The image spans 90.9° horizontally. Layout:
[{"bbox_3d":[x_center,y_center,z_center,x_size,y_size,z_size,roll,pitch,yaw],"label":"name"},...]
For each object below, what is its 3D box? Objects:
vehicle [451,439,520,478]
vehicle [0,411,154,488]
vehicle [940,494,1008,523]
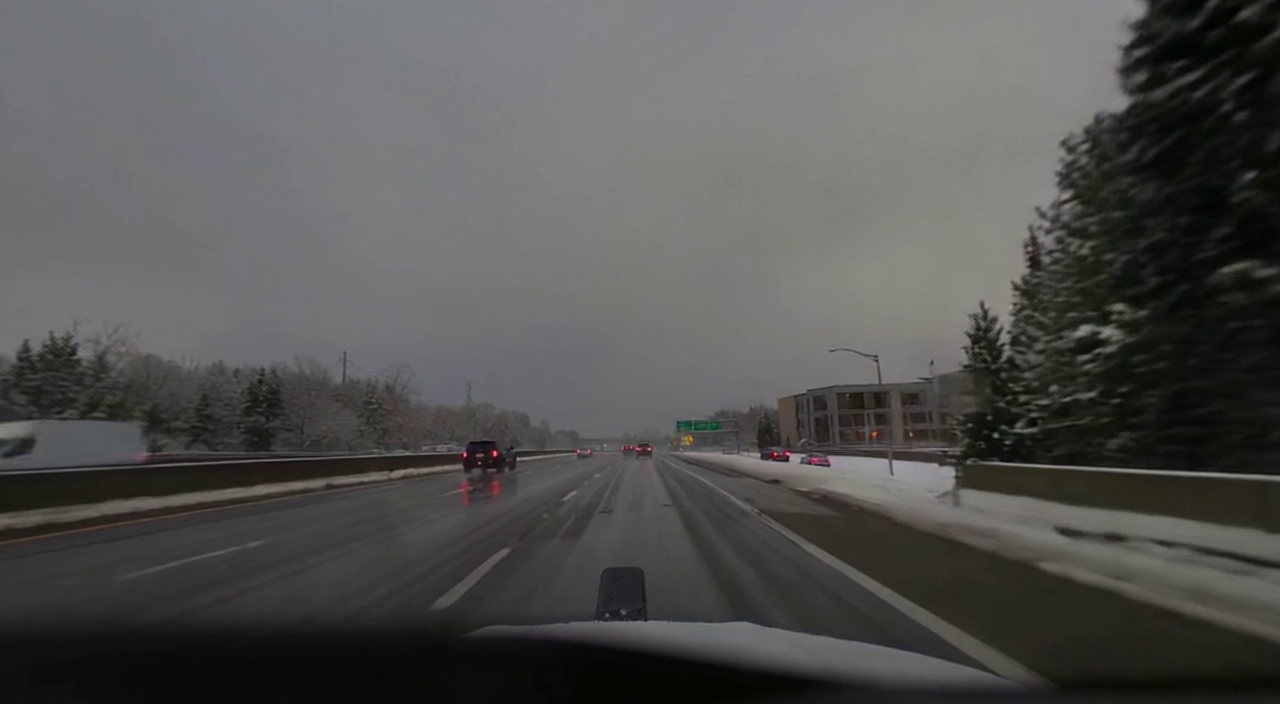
[{"bbox_3d":[-7.187,4.980,29.769,2.088,1.678,4.426,0,-9,0],"label":"vehicle"},{"bbox_3d":[-32.213,5.346,34.651,2.906,3.623,9.852,0,-9,1],"label":"vehicle"},{"bbox_3d":[22.246,10.424,42.193,1.790,1.475,4.520,1,-9,-4],"label":"vehicle"}]
